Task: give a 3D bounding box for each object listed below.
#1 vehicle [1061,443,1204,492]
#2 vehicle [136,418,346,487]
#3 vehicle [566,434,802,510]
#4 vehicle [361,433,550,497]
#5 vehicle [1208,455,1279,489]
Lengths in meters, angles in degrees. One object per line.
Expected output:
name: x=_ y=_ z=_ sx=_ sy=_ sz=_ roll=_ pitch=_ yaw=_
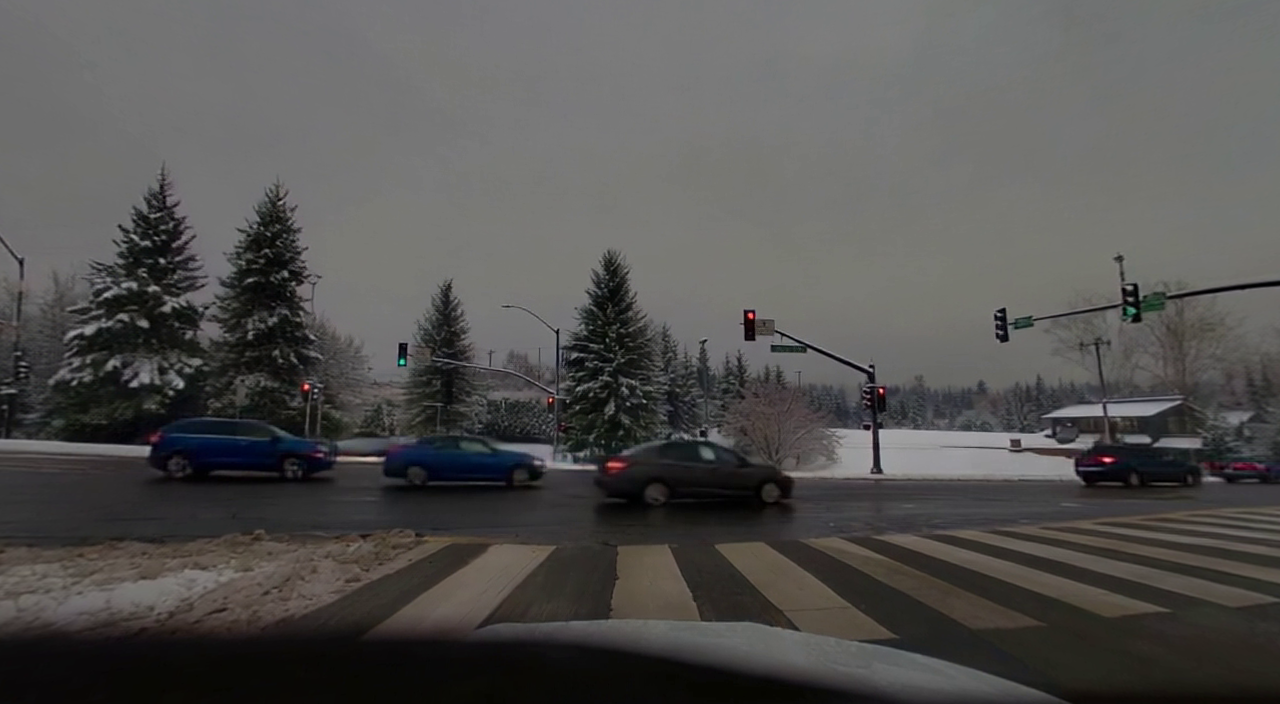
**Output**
vehicle: x=18.794 y=4.348 z=24.091 sx=4.626 sy=1.710 sz=1.891 roll=3 pitch=-9 yaw=-18
vehicle: x=-11.306 y=2.884 z=18.352 sx=4.708 sy=1.810 sz=1.986 roll=3 pitch=-9 yaw=-18
vehicle: x=0.954 y=2.624 z=14.238 sx=4.952 sy=1.511 sz=1.855 roll=2 pitch=-9 yaw=-17
vehicle: x=-4.763 y=2.912 z=16.571 sx=4.475 sy=1.496 sz=1.861 roll=3 pitch=-9 yaw=-18
vehicle: x=31.228 y=5.915 z=31.361 sx=5.203 sy=1.488 sz=1.907 roll=3 pitch=-9 yaw=-18
